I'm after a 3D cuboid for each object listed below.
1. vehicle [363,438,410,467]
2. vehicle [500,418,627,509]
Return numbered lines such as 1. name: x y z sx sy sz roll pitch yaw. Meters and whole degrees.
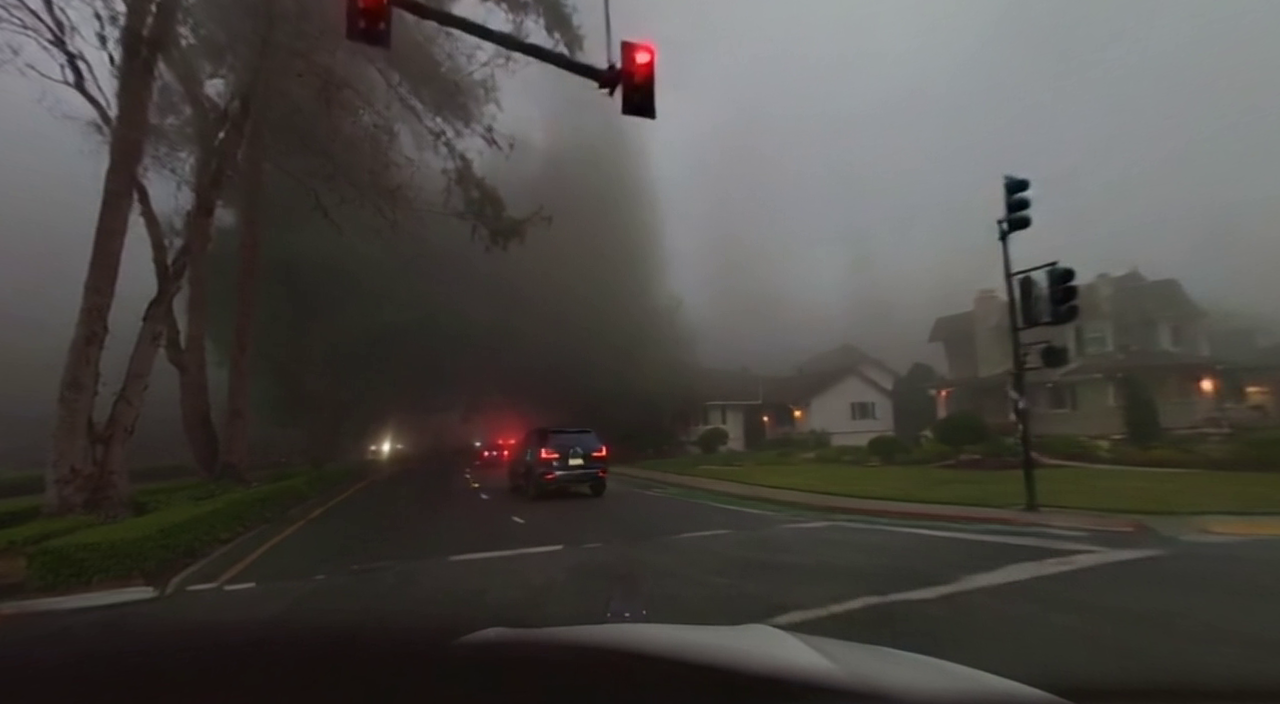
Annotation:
1. vehicle: -16.134 6.411 40.295 2.063 1.721 4.261 2 -8 -12
2. vehicle: -2.062 2.662 15.564 2.141 1.833 4.704 3 -9 -19
